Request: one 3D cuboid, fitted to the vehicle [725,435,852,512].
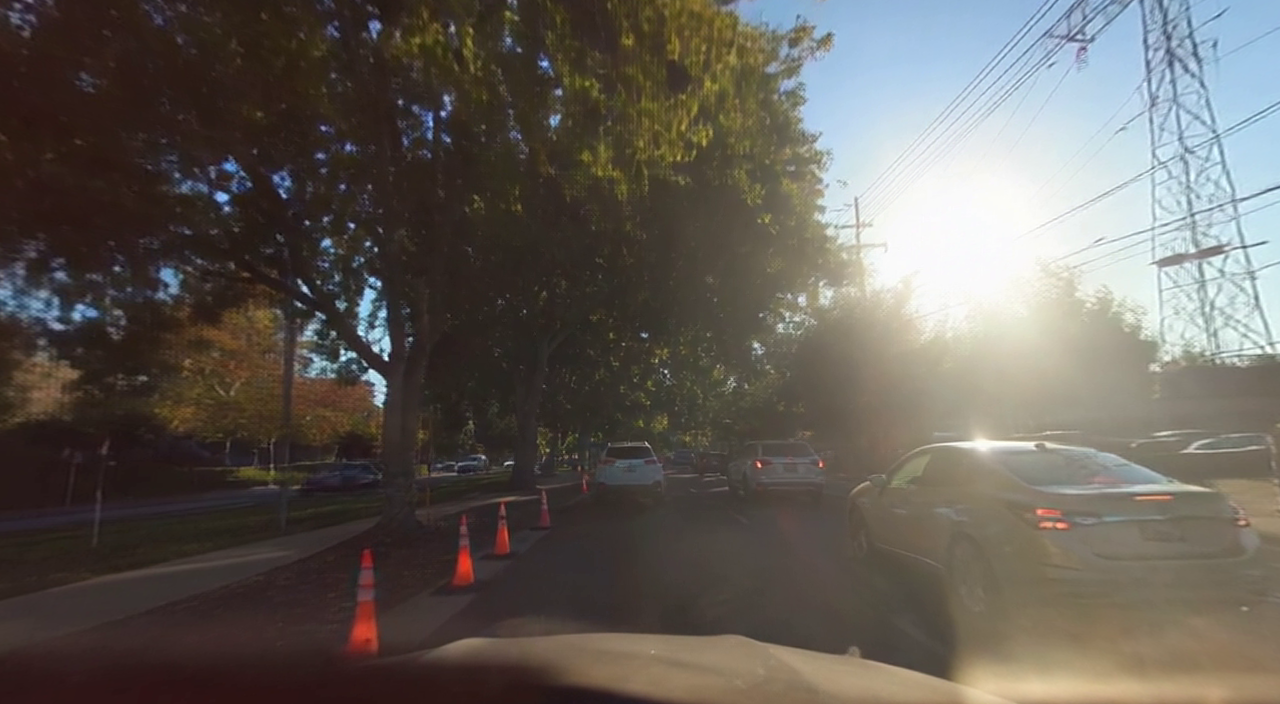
[{"bbox_3d":[3.763,3.160,17.016,2.116,1.726,4.672,0,-8,-2],"label":"vehicle"}]

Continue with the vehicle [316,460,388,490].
[{"bbox_3d":[-16.306,6.996,36.097,1.973,1.457,4.564,-1,-8,0],"label":"vehicle"}]

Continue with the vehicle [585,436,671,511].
[{"bbox_3d":[-0.316,3.194,17.103,2.050,1.745,3.915,-1,-8,0],"label":"vehicle"}]

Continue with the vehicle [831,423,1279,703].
[{"bbox_3d":[3.423,1.443,5.589,1.977,1.460,4.565,0,-8,-1],"label":"vehicle"}]
